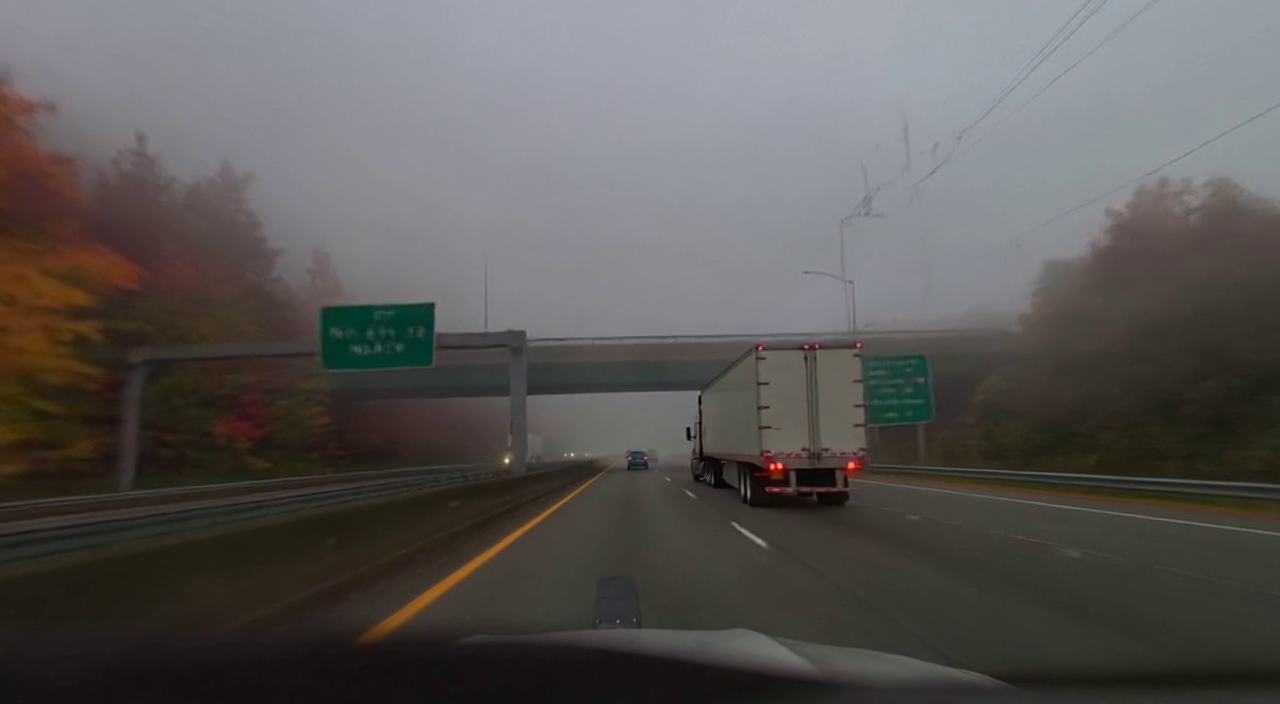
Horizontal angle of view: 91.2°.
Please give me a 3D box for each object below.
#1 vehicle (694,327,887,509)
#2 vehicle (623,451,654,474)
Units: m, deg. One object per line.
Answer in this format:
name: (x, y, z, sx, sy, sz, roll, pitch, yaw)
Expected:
vehicle: (4.121, 2.659, 21.885, 2.956, 4.281, 14.327, 0, -9, -1)
vehicle: (-0.111, 7.365, 42.051, 1.961, 1.454, 3.755, 0, -9, 0)
